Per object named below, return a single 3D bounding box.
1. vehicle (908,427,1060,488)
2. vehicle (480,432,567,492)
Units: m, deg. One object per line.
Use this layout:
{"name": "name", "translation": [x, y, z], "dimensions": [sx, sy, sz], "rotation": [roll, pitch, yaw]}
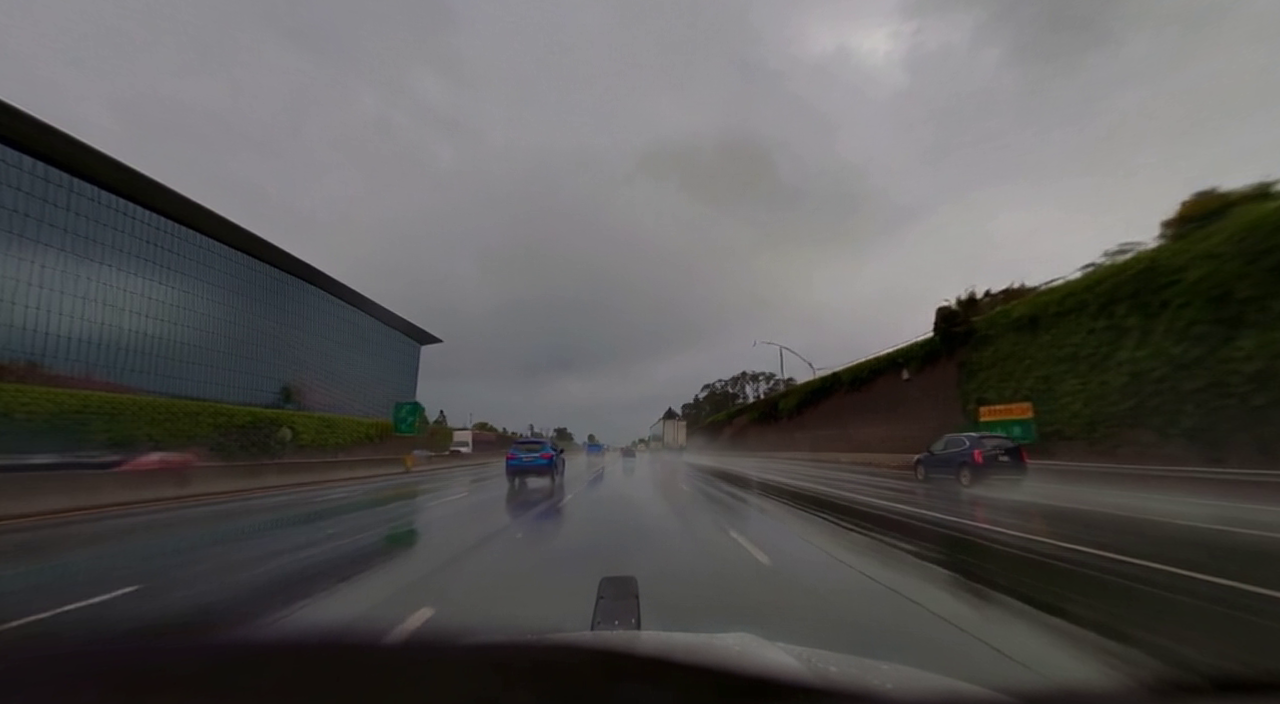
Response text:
{"name": "vehicle", "translation": [11.182, 3.491, 21.114], "dimensions": [2.089, 1.787, 5.080], "rotation": [0, -9, -1]}
{"name": "vehicle", "translation": [-3.623, 3.514, 20.483], "dimensions": [2.039, 1.710, 4.237], "rotation": [0, -9, -1]}
